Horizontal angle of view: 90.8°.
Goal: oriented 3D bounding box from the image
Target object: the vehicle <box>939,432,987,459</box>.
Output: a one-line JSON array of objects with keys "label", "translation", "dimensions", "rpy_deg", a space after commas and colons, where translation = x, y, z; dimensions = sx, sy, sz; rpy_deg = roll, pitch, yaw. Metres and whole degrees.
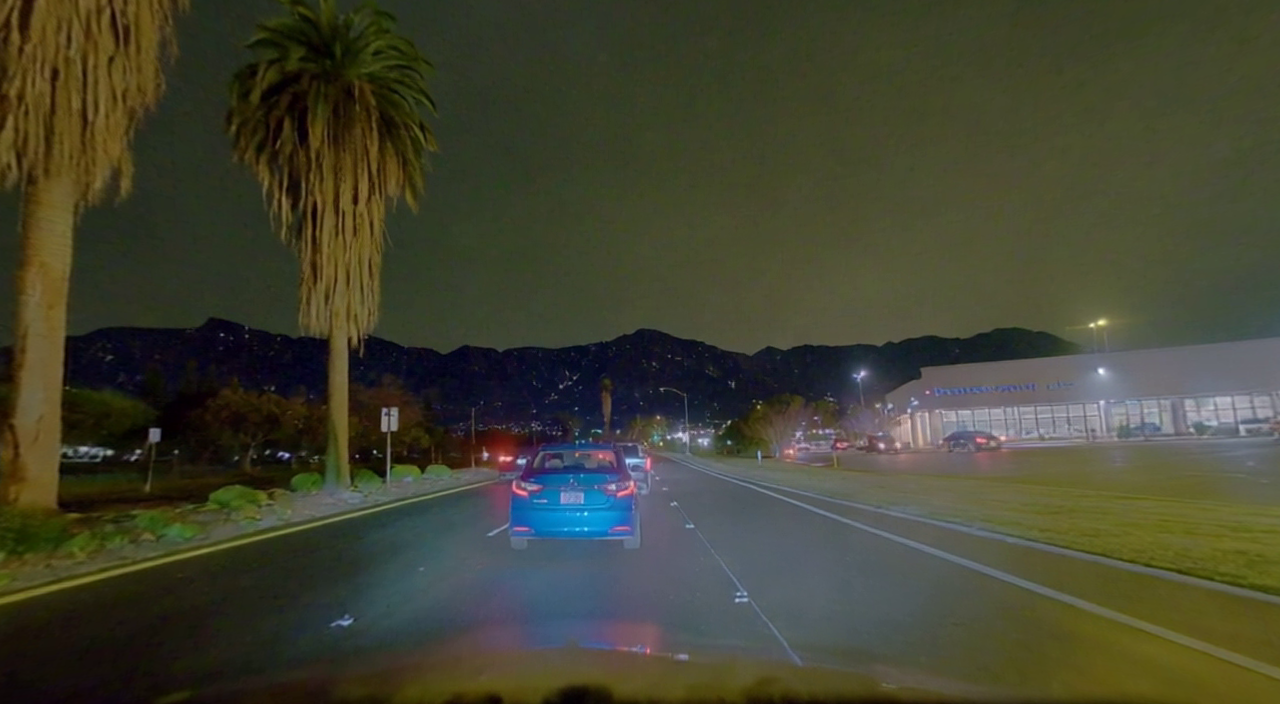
[{"label": "vehicle", "translation": [19.586, 5.646, 38.183], "dimensions": [1.961, 1.526, 4.640], "rpy_deg": [-6, -10, 33]}]

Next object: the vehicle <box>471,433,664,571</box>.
[{"label": "vehicle", "translation": [-0.863, 1.907, 8.817], "dimensions": [2.067, 1.459, 3.886], "rpy_deg": [0, -8, -3]}]

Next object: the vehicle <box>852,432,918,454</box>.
[{"label": "vehicle", "translation": [19.189, 7.177, 49.672], "dimensions": [1.925, 1.652, 4.490], "rpy_deg": [6, -10, -34]}]
